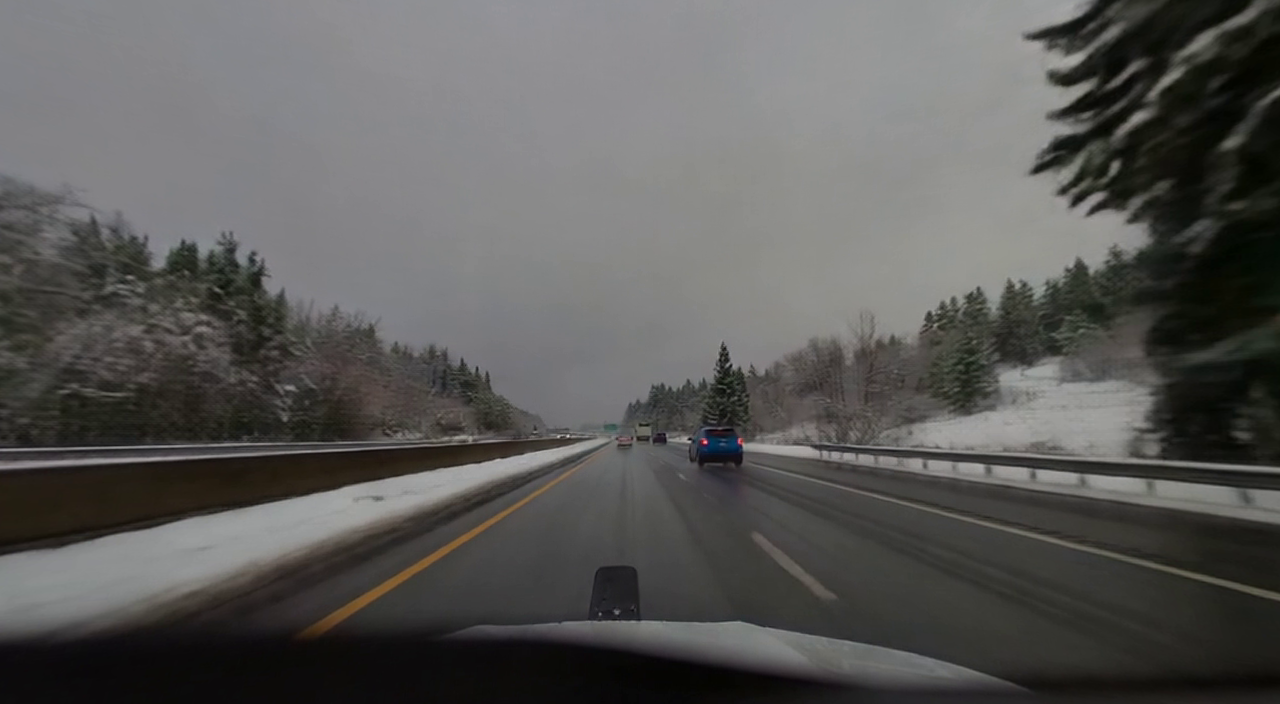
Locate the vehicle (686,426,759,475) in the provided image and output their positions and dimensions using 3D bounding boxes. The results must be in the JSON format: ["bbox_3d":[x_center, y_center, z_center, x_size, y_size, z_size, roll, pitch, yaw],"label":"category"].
[{"bbox_3d":[3.047,3.765,24.349,2.085,1.681,4.436,1,-8,-2],"label":"vehicle"}]
